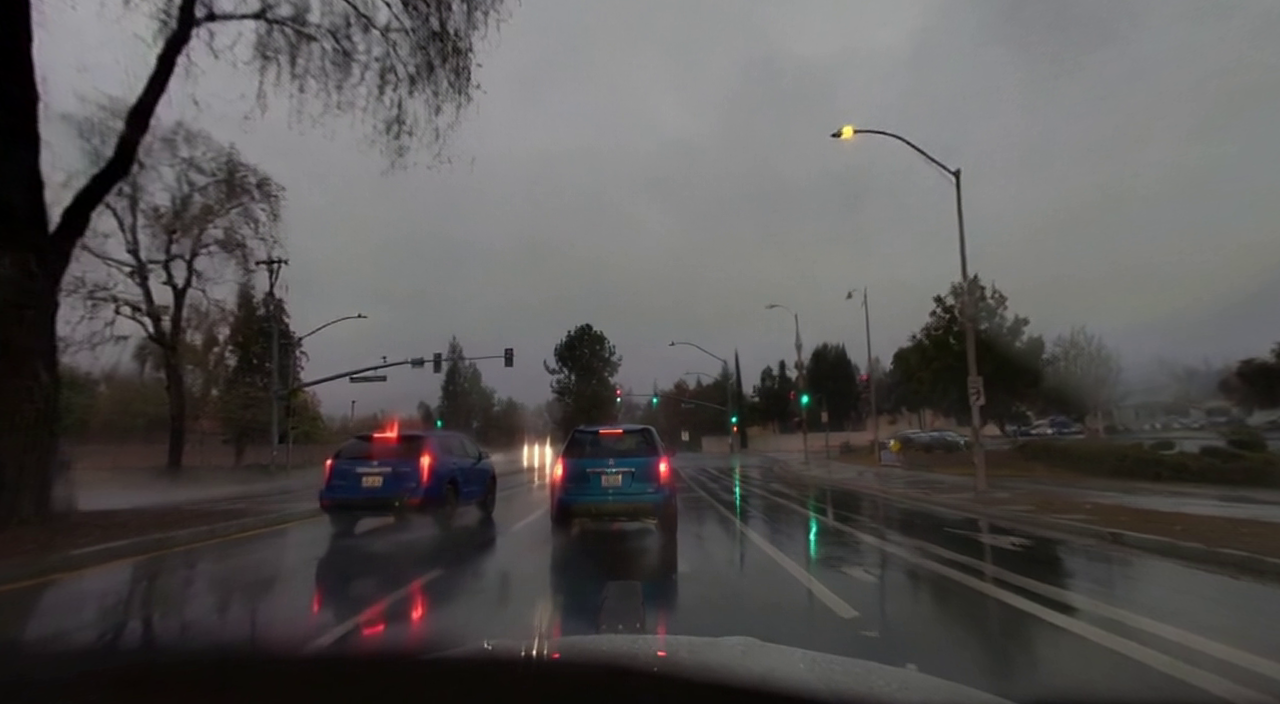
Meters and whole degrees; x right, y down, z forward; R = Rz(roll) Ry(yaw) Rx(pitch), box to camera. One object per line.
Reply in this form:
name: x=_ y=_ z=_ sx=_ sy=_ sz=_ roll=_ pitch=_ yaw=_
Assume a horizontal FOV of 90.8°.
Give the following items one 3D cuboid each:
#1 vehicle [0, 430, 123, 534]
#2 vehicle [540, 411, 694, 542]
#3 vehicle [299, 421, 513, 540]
vehicle: x=-11.264 y=2.082 z=10.114 sx=2.070 sy=1.635 sz=4.559 roll=0 pitch=-8 yaw=0
vehicle: x=-0.278 y=2.079 z=11.313 sx=2.131 sy=1.793 sz=5.016 roll=0 pitch=-8 yaw=1
vehicle: x=-3.797 y=2.150 z=11.282 sx=2.009 sy=1.673 sz=4.454 roll=0 pitch=-8 yaw=1
